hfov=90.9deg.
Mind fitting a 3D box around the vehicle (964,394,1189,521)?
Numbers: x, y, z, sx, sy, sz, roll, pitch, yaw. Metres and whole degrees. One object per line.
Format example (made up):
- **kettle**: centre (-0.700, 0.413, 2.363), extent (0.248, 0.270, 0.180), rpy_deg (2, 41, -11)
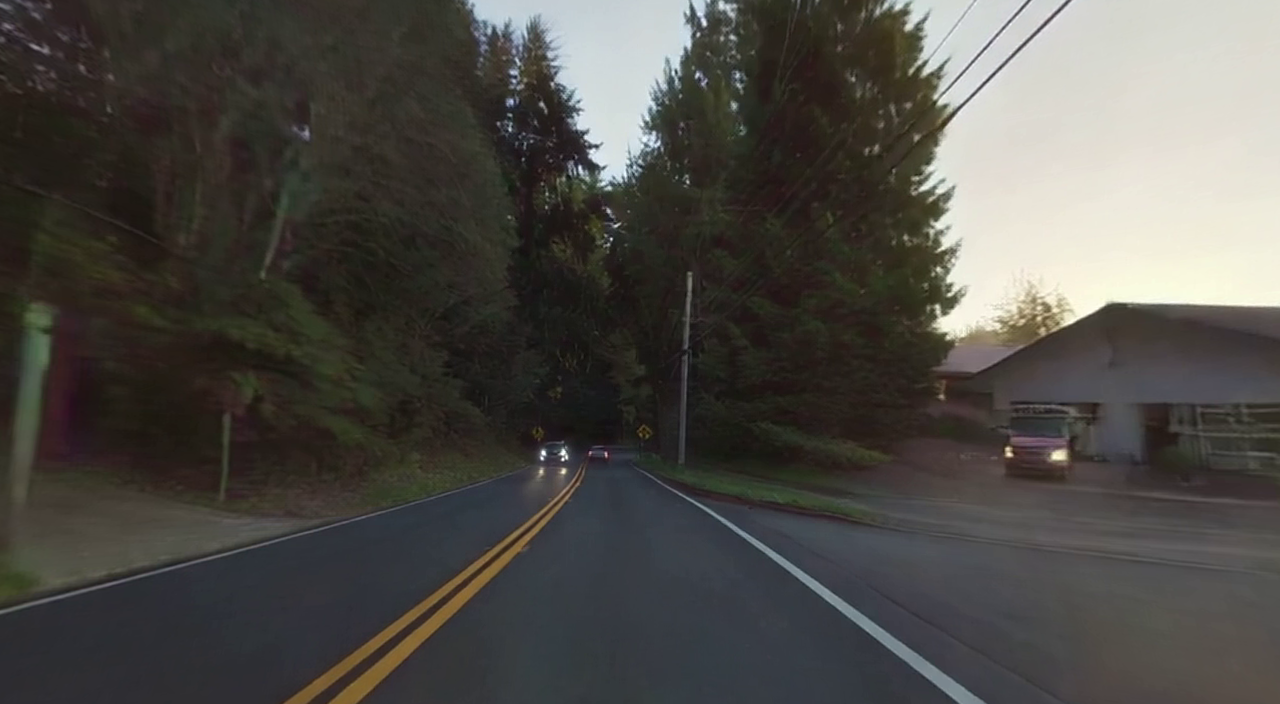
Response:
- **vehicle**: centre (13.394, 3.257, 19.514), extent (5.297, 3.064, 2.935), rpy_deg (9, -9, -15)
